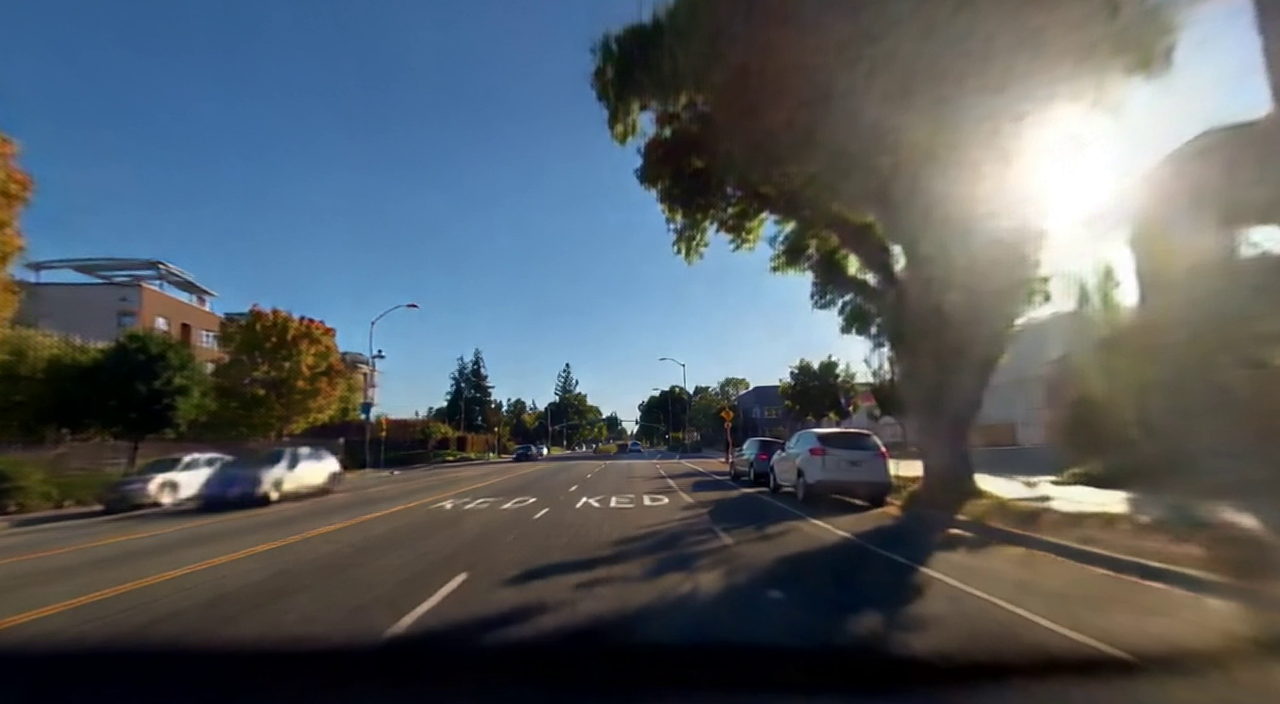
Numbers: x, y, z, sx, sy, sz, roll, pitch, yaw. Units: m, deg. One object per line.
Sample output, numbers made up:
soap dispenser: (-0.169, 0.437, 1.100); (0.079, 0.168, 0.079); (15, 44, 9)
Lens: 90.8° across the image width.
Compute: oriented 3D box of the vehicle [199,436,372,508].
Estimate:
vehicle: (-9.681, 3.282, 17.834); (2.252, 1.737, 4.544); (0, -8, 0)

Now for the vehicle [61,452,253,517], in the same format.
vehicle: (-14.046, 3.839, 18.850); (1.983, 1.608, 4.699); (0, -8, 0)

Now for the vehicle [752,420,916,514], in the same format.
vehicle: (4.075, 2.515, 14.352); (2.220, 1.752, 4.782); (0, -8, 0)
